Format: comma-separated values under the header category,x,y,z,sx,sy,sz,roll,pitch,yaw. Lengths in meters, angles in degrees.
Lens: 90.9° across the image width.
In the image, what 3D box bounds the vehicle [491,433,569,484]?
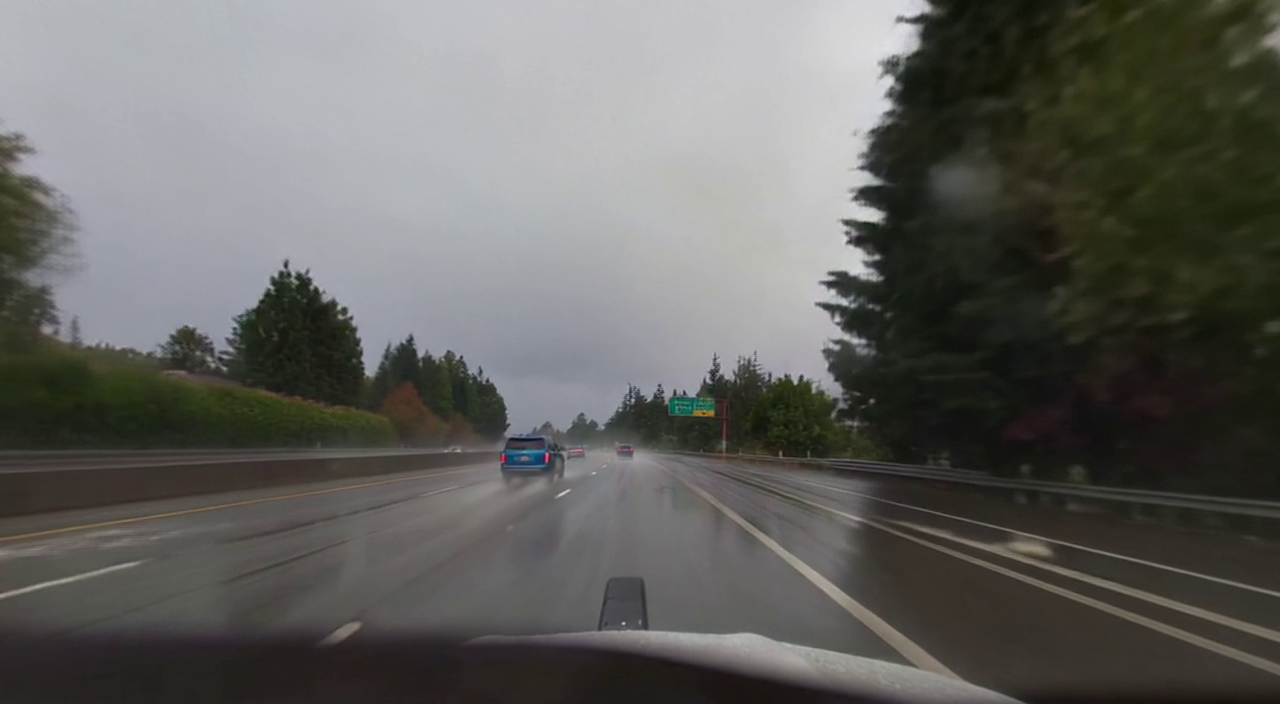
category,x,y,z,sx,sy,sz,roll,pitch,yaw
vehicle,-4.029,3.974,23.888,2.162,1.724,4.537,0,-8,0
